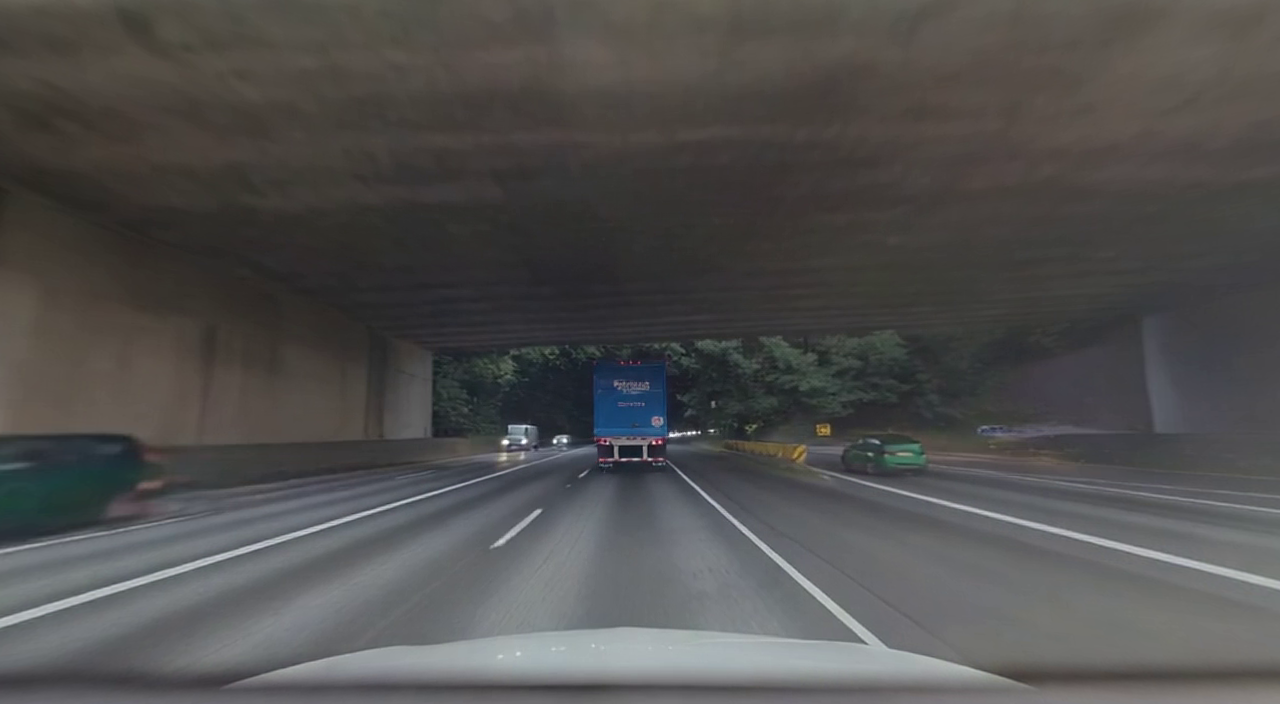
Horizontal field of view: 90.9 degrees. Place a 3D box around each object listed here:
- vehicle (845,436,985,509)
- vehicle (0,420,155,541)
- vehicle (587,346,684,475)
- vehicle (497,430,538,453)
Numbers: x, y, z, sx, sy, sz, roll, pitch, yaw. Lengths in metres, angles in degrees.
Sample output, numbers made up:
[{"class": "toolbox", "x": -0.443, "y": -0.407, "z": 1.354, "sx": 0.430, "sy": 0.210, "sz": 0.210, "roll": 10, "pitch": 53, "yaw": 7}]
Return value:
[{"class": "vehicle", "x": 7.590, "y": 3.298, "z": 17.918, "sx": 2.050, "sy": 1.637, "sz": 4.397, "roll": 3, "pitch": -7, "yaw": 0}, {"class": "vehicle", "x": -8.756, "y": 1.627, "z": 8.112, "sx": 1.955, "sy": 1.453, "sz": 3.855, "roll": 0, "pitch": -8, "yaw": -1}, {"class": "vehicle", "x": -0.406, "y": 2.410, "z": 24.122, "sx": 2.895, "sy": 3.861, "sz": 10.213, "roll": 0, "pitch": -8, "yaw": -3}, {"class": "vehicle", "x": -8.747, "y": 6.433, "z": 45.392, "sx": 2.081, "sy": 1.613, "sz": 4.273, "roll": 0, "pitch": -8, "yaw": 0}]
